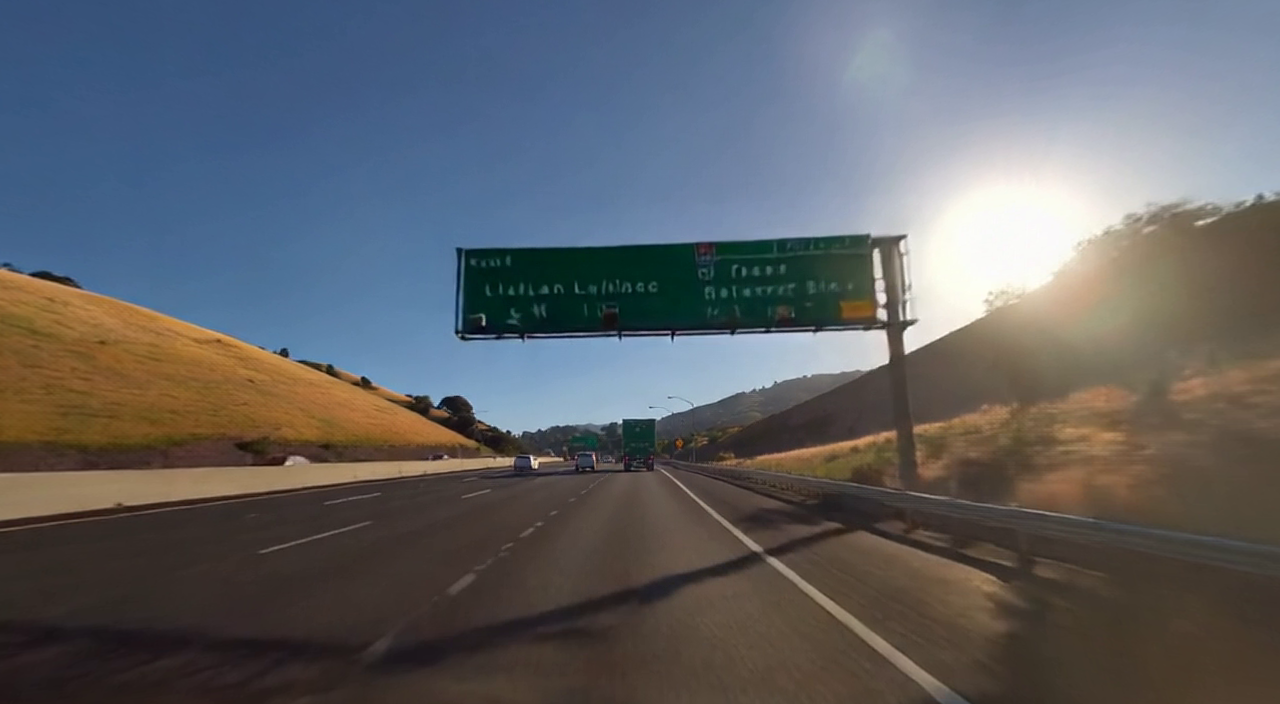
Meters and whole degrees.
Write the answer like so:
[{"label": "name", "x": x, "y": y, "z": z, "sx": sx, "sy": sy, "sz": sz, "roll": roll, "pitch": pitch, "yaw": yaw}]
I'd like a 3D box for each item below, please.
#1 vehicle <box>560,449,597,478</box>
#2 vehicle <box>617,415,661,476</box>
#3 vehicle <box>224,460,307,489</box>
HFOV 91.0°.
[{"label": "vehicle", "x": -4.064, "y": 7.390, "z": 42.044, "sx": 2.053, "sy": 1.746, "sz": 4.508, "roll": -1, "pitch": -9, "yaw": 0}, {"label": "vehicle", "x": -0.010, "y": 7.432, "z": 49.742, "sx": 3.039, "sy": 4.131, "sz": 11.822, "roll": -1, "pitch": -9, "yaw": 1}, {"label": "vehicle", "x": -21.917, "y": 7.173, "z": 37.097, "sx": 1.943, "sy": 1.506, "sz": 4.682, "roll": -1, "pitch": -9, "yaw": 1}]
